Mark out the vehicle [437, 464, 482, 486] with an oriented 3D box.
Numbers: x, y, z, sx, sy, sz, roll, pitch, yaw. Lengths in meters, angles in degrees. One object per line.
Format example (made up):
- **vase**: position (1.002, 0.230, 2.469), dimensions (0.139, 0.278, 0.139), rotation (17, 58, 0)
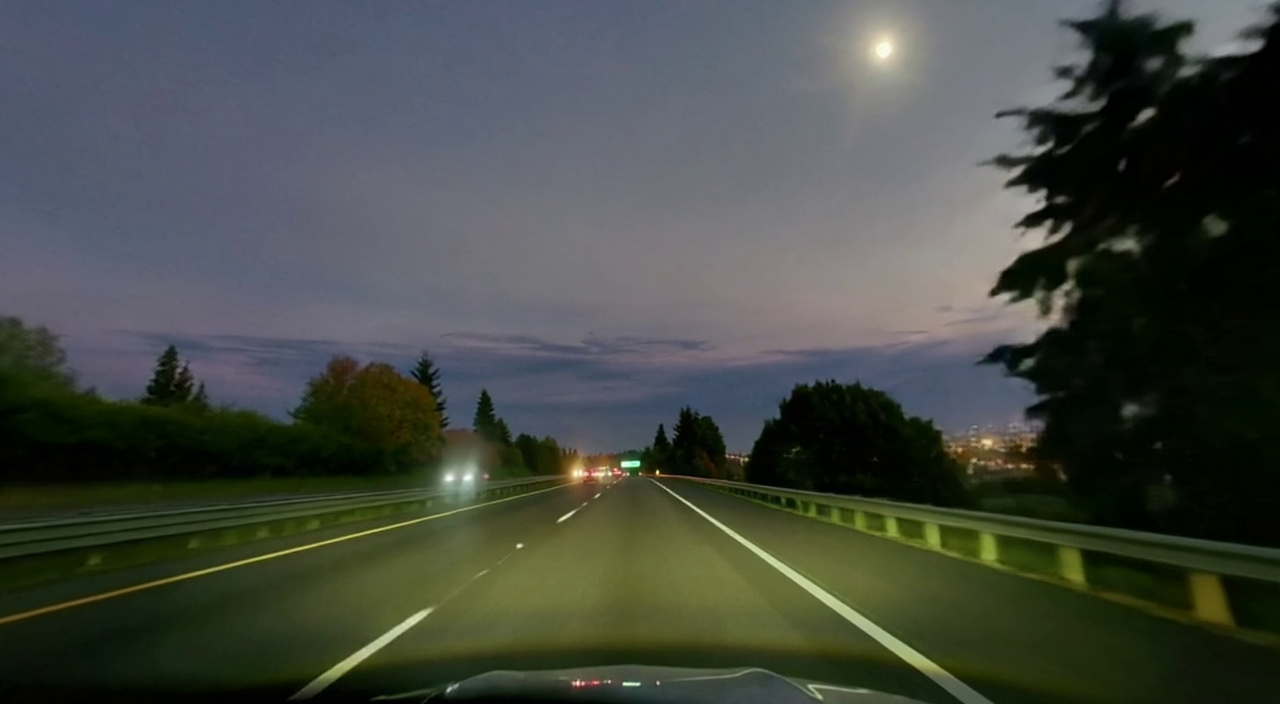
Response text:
- **vehicle**: position (-13.218, 9.065, 46.491), dimensions (1.983, 1.520, 4.466), rotation (1, -11, 0)
